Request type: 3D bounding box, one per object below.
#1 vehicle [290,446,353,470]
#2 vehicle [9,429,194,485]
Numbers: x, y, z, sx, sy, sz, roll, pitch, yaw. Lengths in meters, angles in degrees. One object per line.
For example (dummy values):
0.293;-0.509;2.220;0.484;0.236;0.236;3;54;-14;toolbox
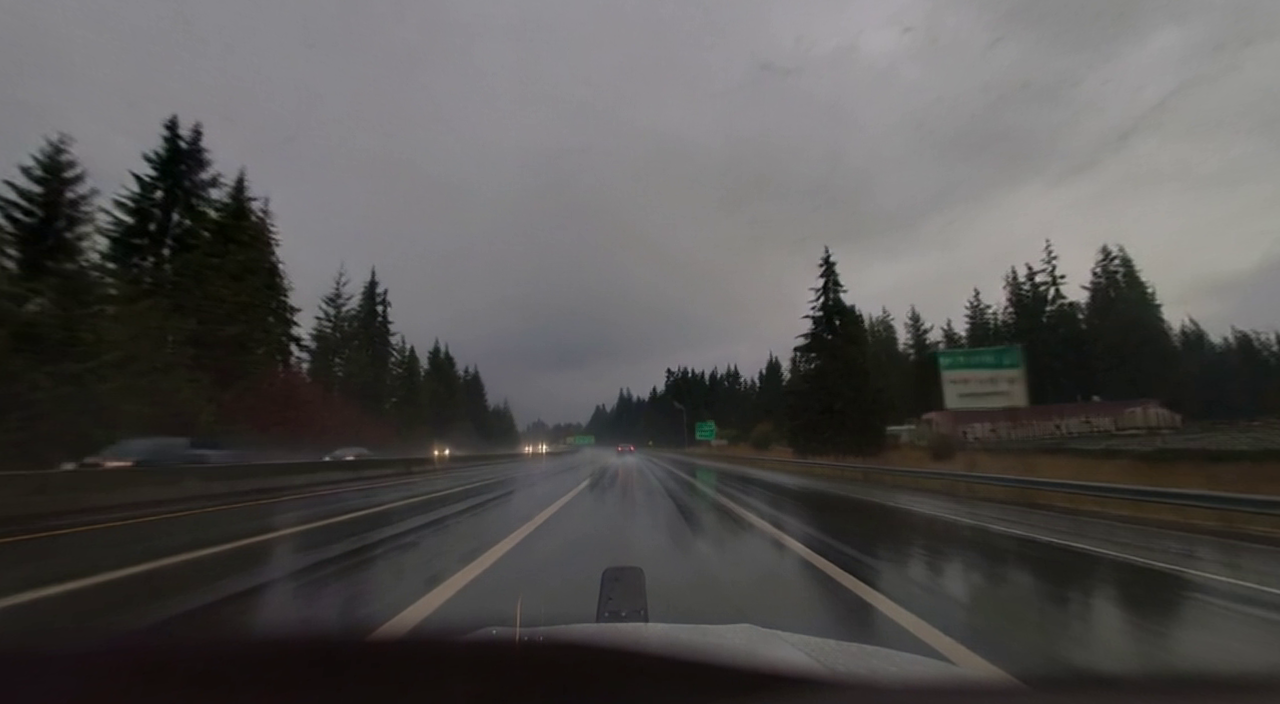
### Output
-20.826;6.925;41.418;1.778;1.477;4.642;0;-8;-1;vehicle
-17.320;3.403;20.689;1.984;1.622;4.617;0;-8;-1;vehicle
